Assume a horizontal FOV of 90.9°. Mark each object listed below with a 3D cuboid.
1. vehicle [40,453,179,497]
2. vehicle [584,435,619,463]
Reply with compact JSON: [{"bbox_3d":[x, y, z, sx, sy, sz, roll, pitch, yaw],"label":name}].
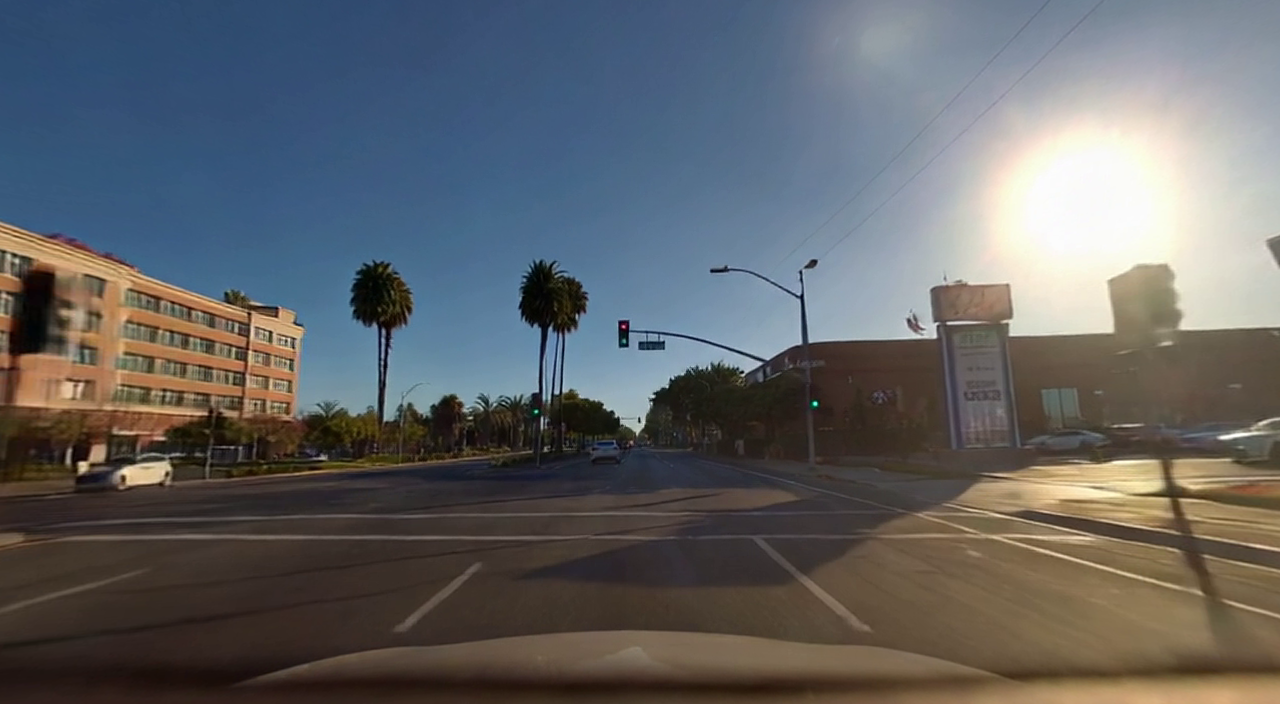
[{"bbox_3d":[-24.241,5.572,28.948,1.988,1.717,4.403,-7,-11,37],"label":"vehicle"},{"bbox_3d":[-2.477,6.426,41.841,2.011,1.756,4.478,0,-8,0],"label":"vehicle"}]
